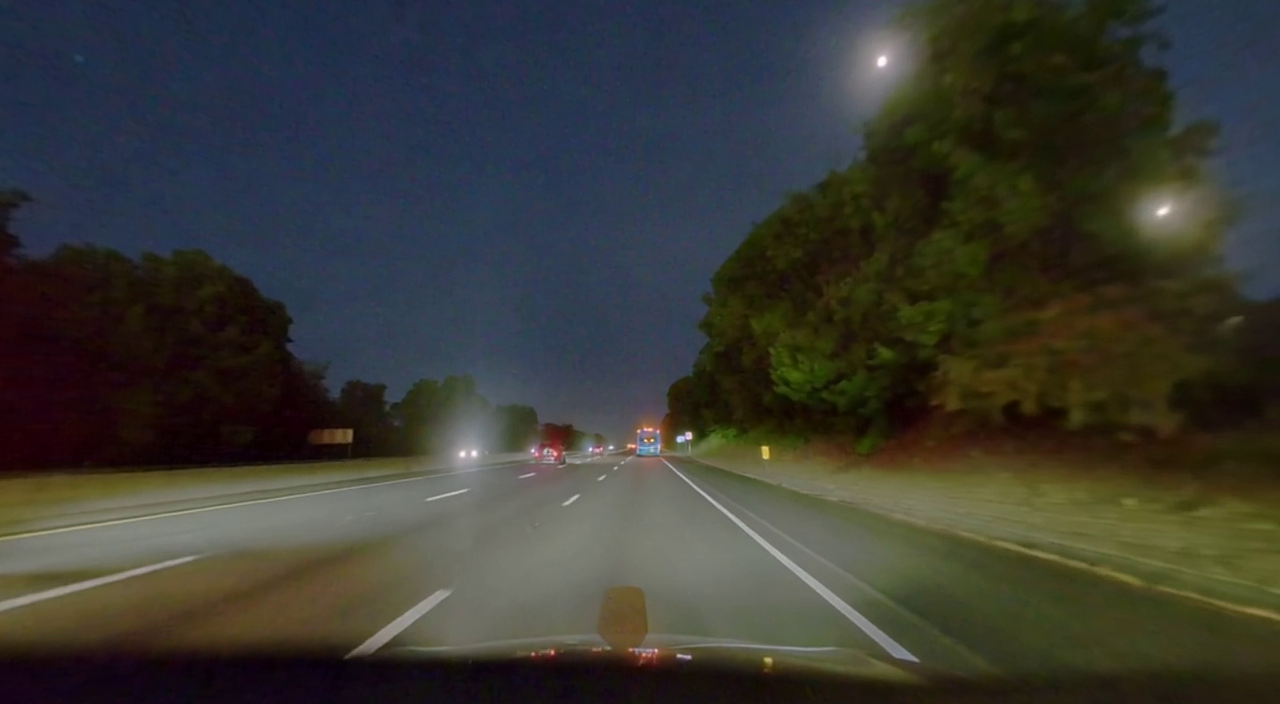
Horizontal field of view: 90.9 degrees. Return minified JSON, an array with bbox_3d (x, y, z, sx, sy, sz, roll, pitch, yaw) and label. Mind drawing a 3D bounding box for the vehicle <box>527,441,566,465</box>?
[{"bbox_3d":[-6.835,7.452,46.596,2.080,1.674,4.660,0,-8,2],"label":"vehicle"}]
